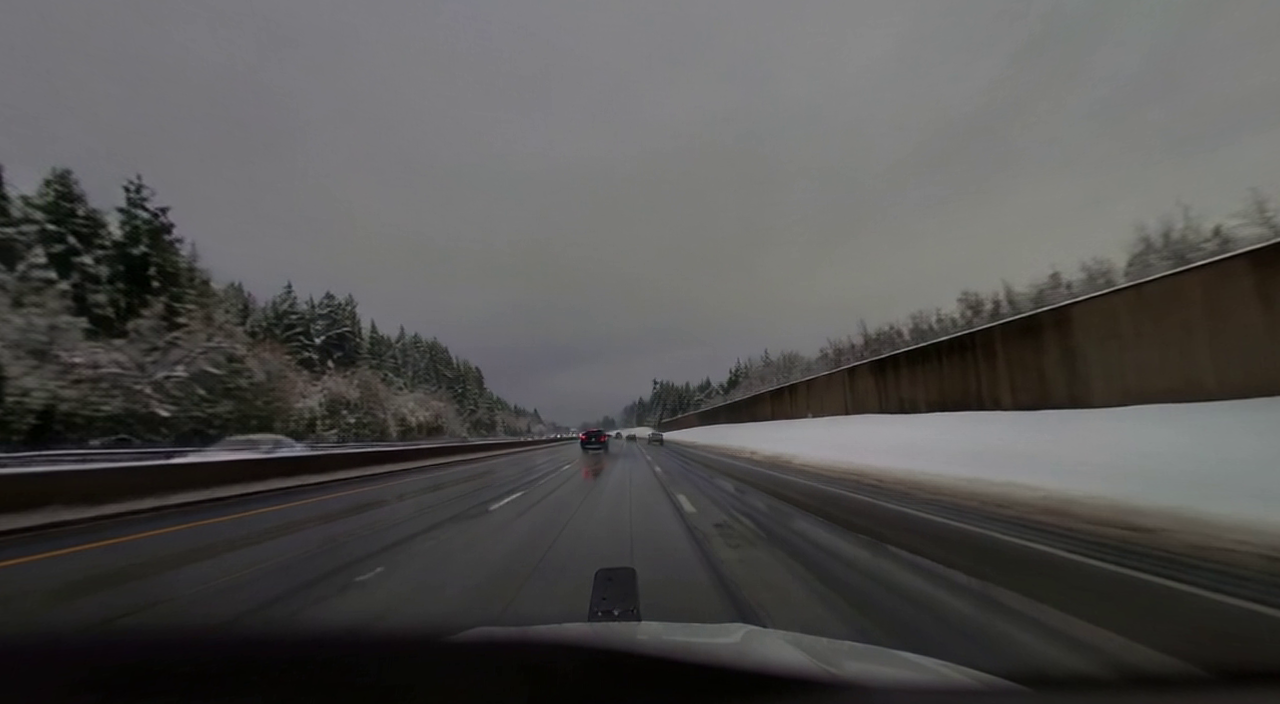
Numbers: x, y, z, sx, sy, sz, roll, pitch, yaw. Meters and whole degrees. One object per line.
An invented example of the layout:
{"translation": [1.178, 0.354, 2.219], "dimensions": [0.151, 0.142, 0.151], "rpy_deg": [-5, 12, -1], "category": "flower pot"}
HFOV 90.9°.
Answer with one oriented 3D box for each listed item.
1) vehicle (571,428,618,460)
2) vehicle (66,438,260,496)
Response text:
{"translation": [-2.538, 5.278, 36.380], "dimensions": [2.306, 1.730, 4.606], "rpy_deg": [0, -8, 1], "category": "vehicle"}
{"translation": [-13.711, 3.284, 18.593], "dimensions": [2.049, 1.445, 4.697], "rpy_deg": [0, -8, 0], "category": "vehicle"}
